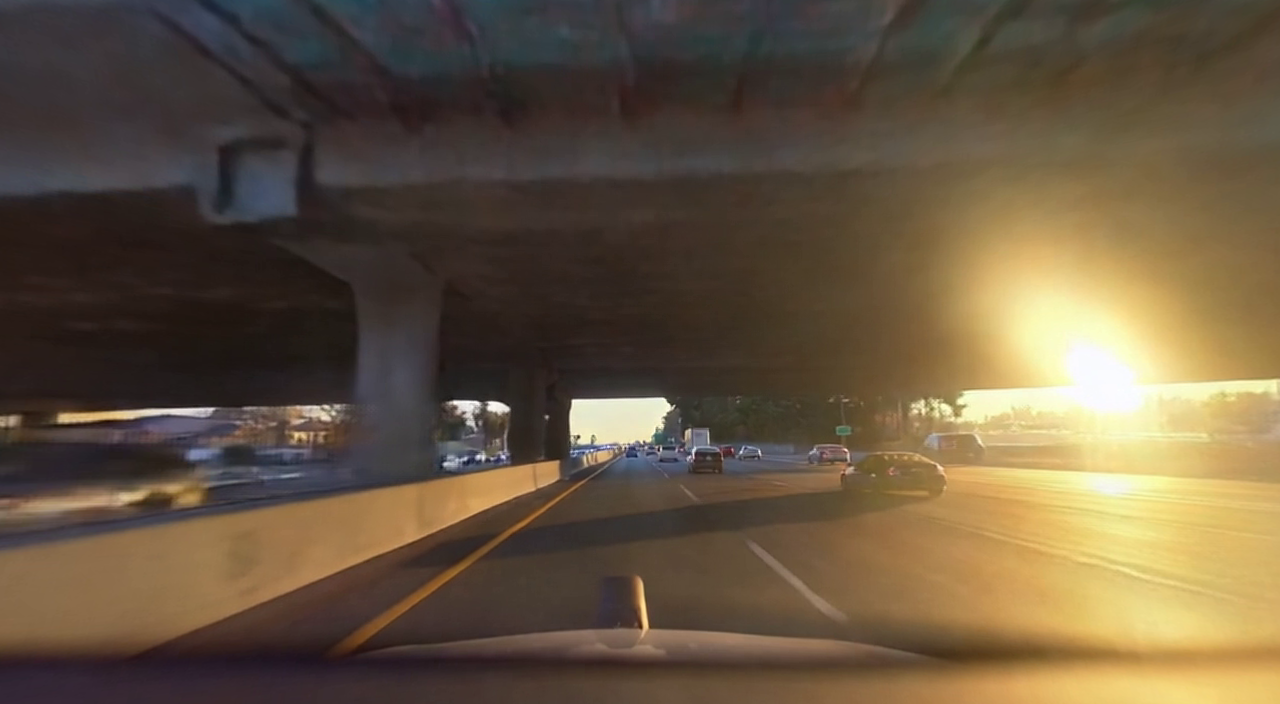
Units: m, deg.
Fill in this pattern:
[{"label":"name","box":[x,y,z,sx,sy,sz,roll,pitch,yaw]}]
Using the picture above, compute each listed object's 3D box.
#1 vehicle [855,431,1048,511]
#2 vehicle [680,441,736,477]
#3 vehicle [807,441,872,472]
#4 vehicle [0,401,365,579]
[{"label":"vehicle","box":[6.649,2.581,14.210,1.952,1.489,4.483,0,-8,-1]},{"label":"vehicle","box":[3.057,4.937,29.354,1.993,1.507,4.594,0,-8,-2]},{"label":"vehicle","box":[10.006,5.255,31.955,1.838,1.440,4.121,0,-8,-1]},{"label":"vehicle","box":[-6.469,1.847,9.402,2.218,1.829,5.584,0,-8,0]}]
